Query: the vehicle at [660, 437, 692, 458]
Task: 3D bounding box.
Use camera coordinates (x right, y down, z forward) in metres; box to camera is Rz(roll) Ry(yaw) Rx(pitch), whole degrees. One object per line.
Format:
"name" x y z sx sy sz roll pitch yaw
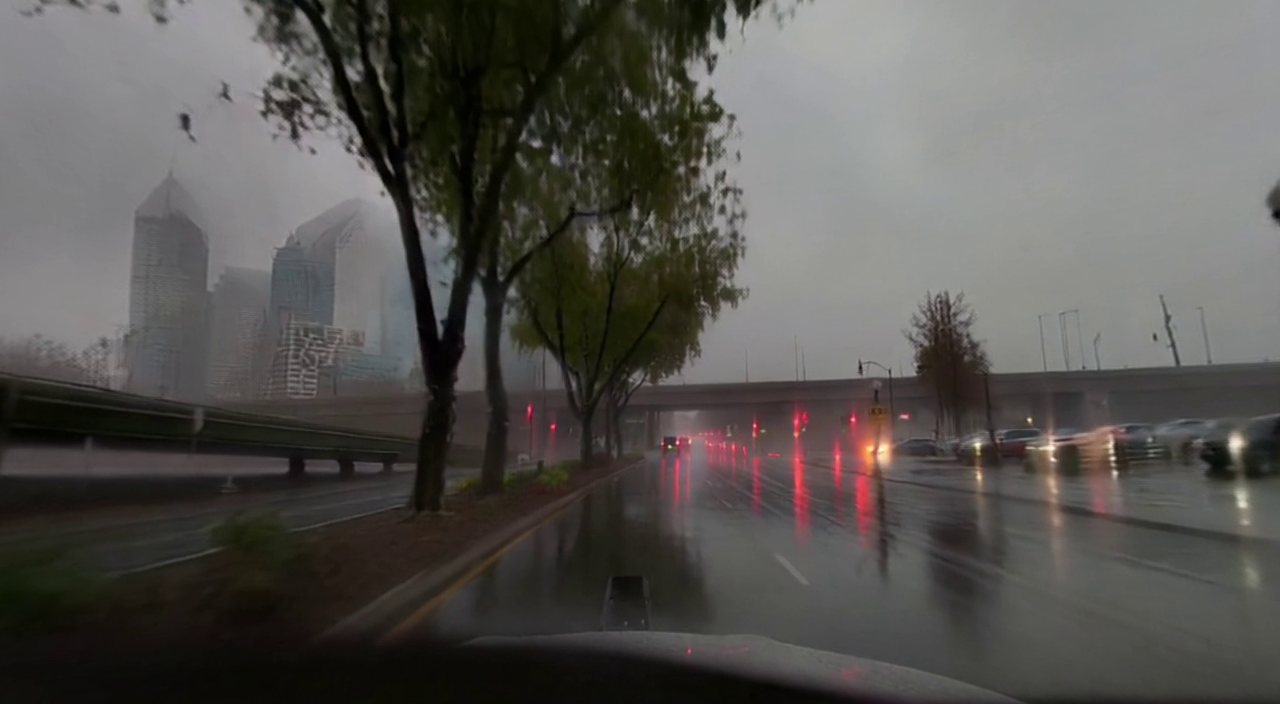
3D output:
"vehicle" 2.762 7.254 47.767 2.280 1.475 4.051 -1 -9 5
